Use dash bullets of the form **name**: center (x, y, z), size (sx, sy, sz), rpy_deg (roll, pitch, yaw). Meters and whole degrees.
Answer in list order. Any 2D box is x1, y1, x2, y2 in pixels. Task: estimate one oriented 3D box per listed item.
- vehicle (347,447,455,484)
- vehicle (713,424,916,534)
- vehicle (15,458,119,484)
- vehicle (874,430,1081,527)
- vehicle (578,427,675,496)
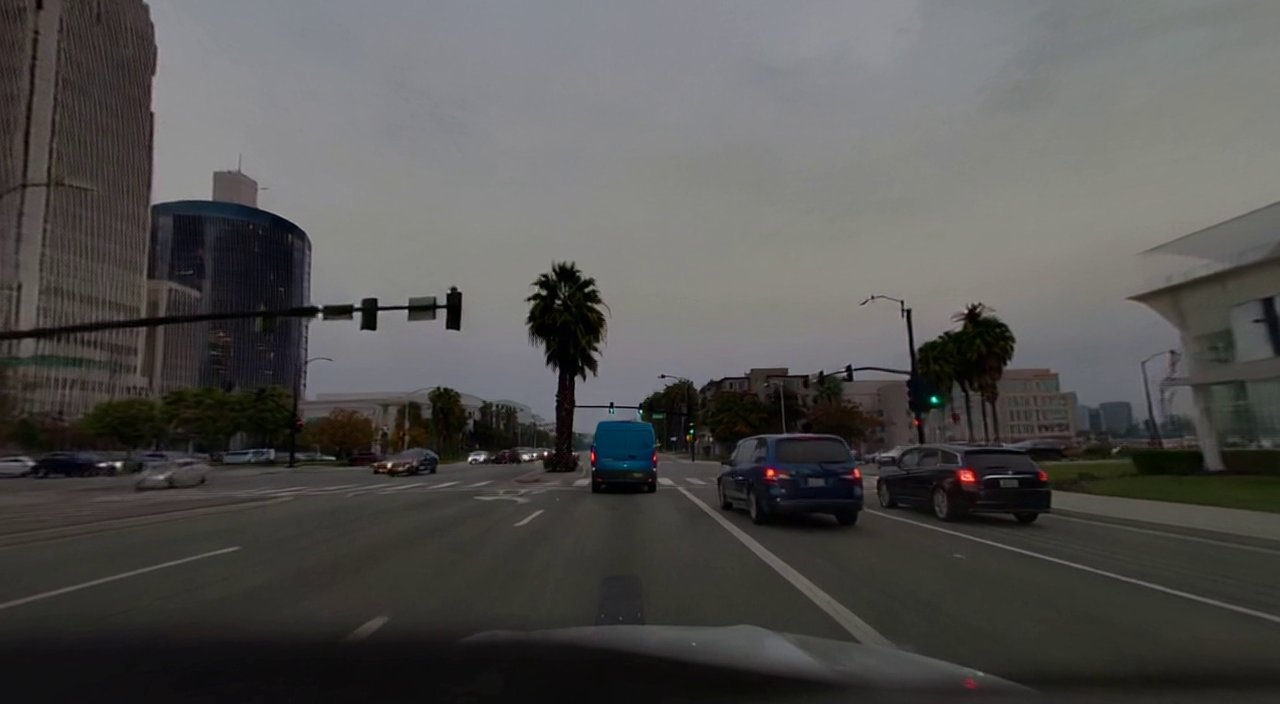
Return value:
- **vehicle**: center (-11.500, 5.405, 30.418), size (4.681, 1.653, 2.109), rpy_deg (-4, -9, 25)
- **vehicle**: center (3.087, 2.397, 12.595), size (2.462, 1.736, 4.899), rpy_deg (0, -9, -2)
- **vehicle**: center (-38.627, 8.000, 42.722), size (4.644, 1.622, 2.315), rpy_deg (0, -9, -3)
- **vehicle**: center (7.124, 2.696, 14.041), size (2.023, 1.771, 4.488), rpy_deg (0, -9, -1)
- **vehicle**: center (-0.522, 3.655, 21.478), size (2.848, 1.991, 5.706), rpy_deg (0, -9, -3)
